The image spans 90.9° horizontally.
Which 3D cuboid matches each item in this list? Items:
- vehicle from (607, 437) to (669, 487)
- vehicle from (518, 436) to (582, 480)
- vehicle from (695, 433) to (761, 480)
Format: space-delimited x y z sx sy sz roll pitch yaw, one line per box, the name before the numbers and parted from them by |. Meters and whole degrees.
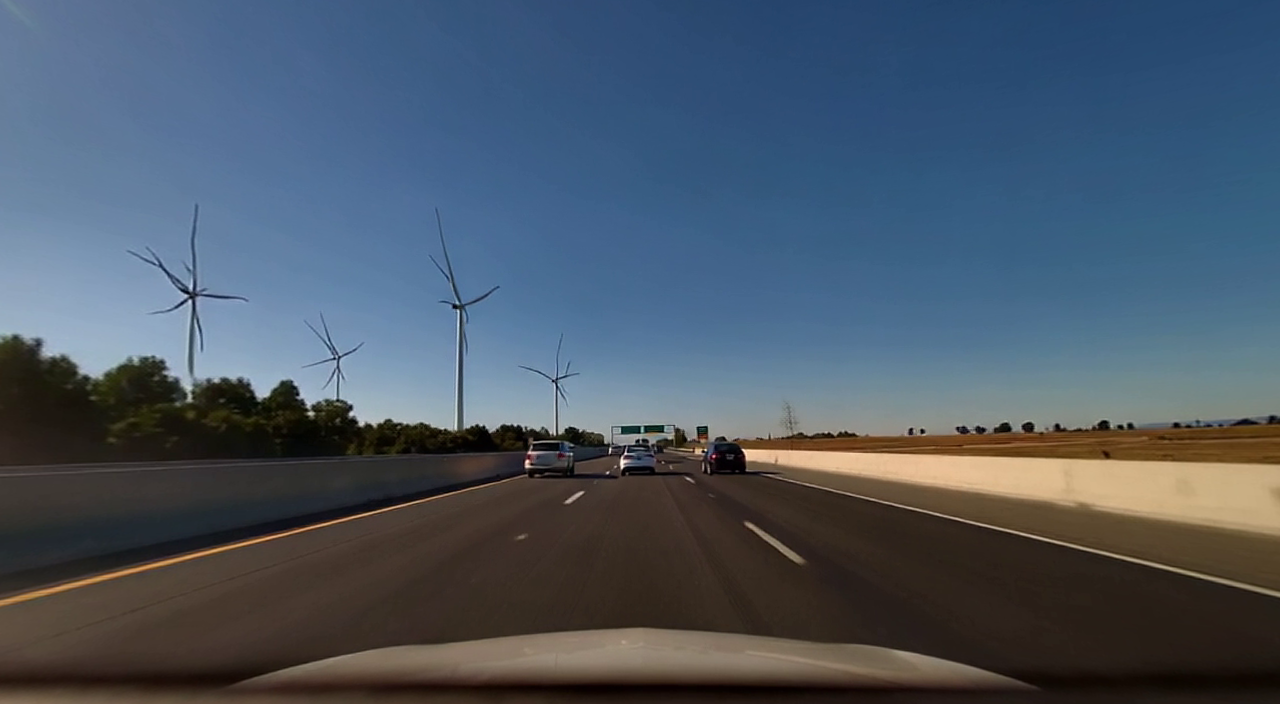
vehicle | -0.062 4.020 23.169 2.083 1.653 3.787 0 -9 0
vehicle | -3.905 4.716 28.237 2.131 1.784 4.635 0 -9 1
vehicle | 3.756 4.578 27.779 2.104 1.861 4.956 0 -9 -1
